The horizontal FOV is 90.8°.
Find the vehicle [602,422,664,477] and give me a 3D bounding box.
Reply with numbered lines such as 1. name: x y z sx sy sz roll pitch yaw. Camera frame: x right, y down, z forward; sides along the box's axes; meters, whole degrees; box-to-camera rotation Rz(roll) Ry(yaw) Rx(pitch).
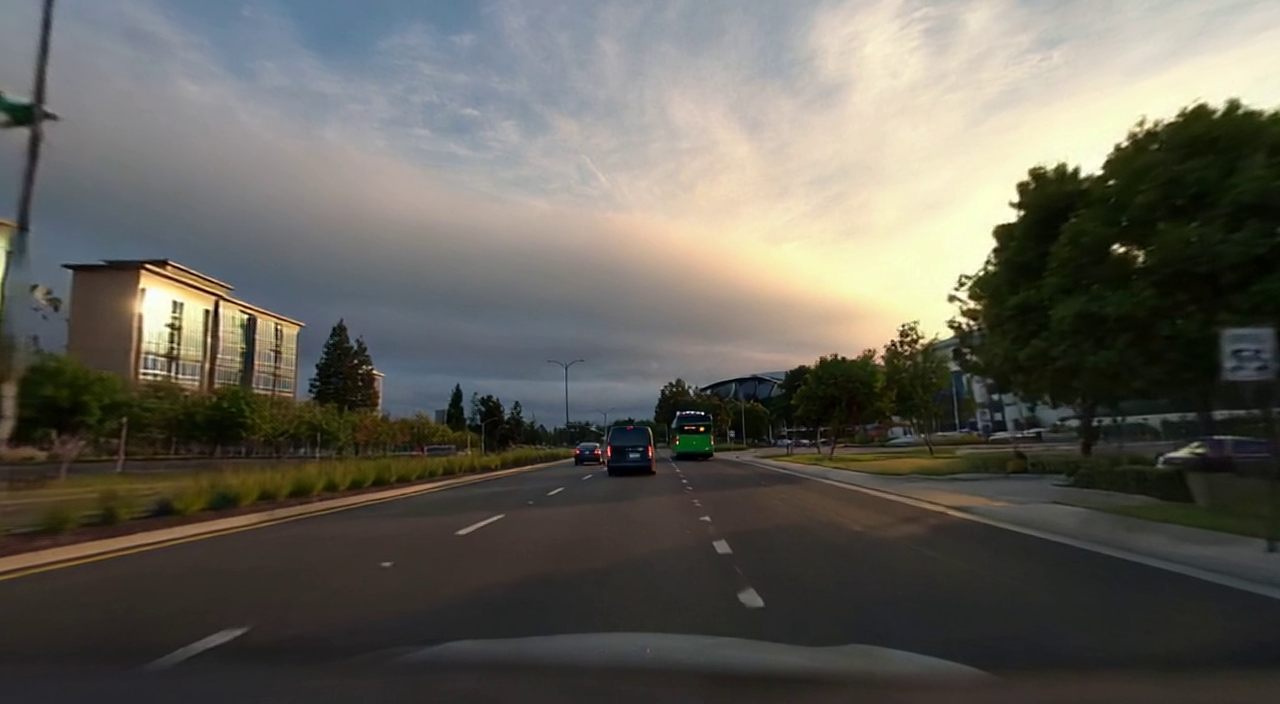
1. vehicle: -0.182 4.183 27.160 2.336 2.122 5.207 -1 -9 3

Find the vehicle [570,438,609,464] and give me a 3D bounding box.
1. vehicle: -3.374 6.699 42.771 2.109 1.672 4.256 -1 -9 3
